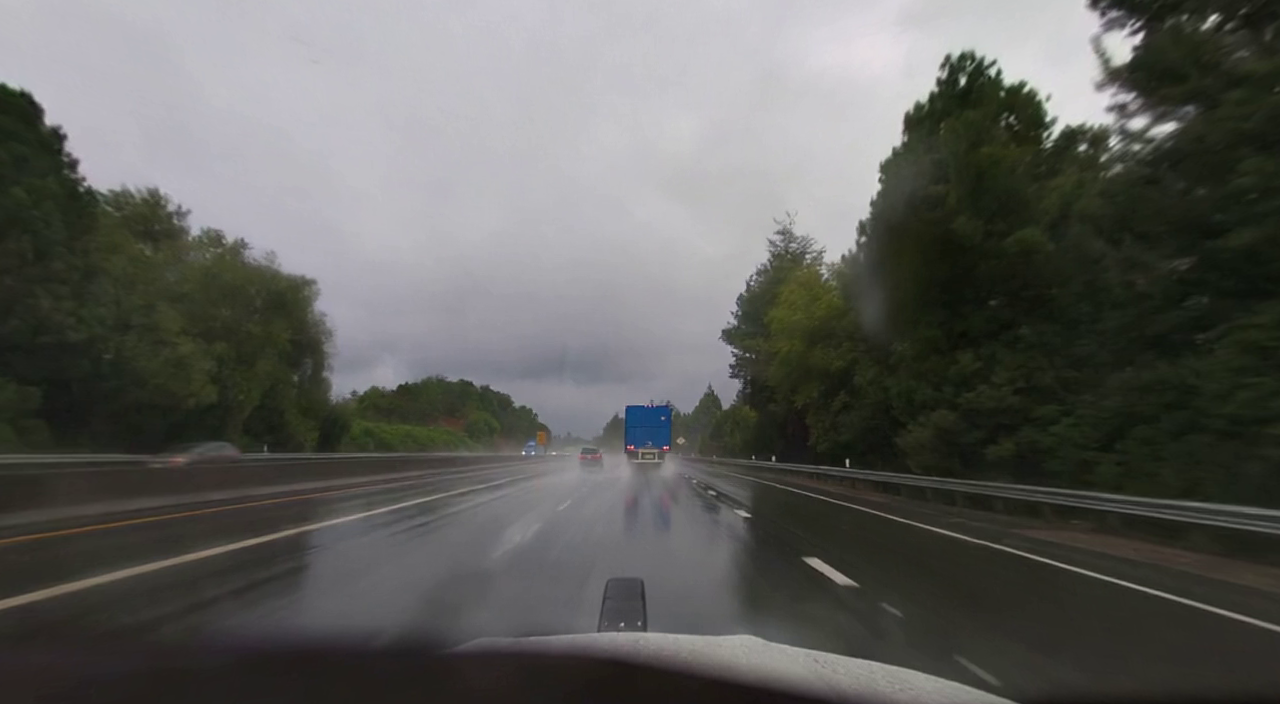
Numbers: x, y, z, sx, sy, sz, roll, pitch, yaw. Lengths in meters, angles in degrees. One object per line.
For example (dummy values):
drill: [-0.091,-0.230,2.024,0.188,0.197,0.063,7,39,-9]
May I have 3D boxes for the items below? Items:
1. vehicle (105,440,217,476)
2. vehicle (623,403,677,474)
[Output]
vehicle: [-22.479,4.992,29.804,1.855,1.527,4.365,0,-9,0]
vehicle: [0.416,5.743,41.255,3.055,4.009,10.972,0,-9,-2]
